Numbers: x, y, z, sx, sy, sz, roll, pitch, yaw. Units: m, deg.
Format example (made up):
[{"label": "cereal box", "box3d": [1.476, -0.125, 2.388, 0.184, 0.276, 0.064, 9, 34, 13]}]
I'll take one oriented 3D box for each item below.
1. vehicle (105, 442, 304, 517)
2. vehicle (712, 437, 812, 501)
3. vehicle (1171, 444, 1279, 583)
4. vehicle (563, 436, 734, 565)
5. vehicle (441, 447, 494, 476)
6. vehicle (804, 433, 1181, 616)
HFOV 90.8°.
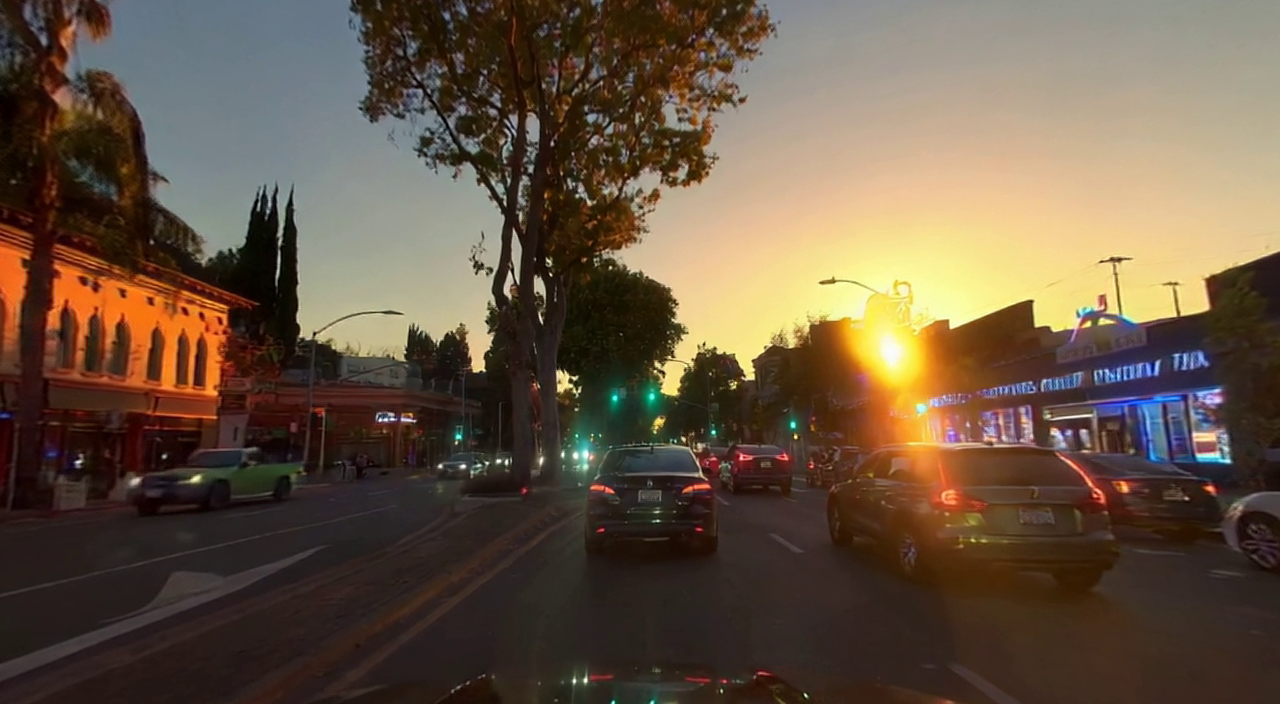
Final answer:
[{"label": "vehicle", "box3d": [-11.526, 3.359, 17.256, 2.042, 1.749, 4.629, -1, -9, 1]}, {"label": "vehicle", "box3d": [3.508, 3.454, 19.029, 2.025, 1.660, 4.334, 0, -9, -1]}, {"label": "vehicle", "box3d": [7.930, 1.645, 6.126, 1.825, 1.499, 4.239, 0, -9, 0]}, {"label": "vehicle", "box3d": [0.078, 2.026, 9.283, 2.006, 1.487, 3.535, 0, -9, -1]}, {"label": "vehicle", "box3d": [-11.350, 7.232, 41.878, 2.034, 1.765, 4.708, -1, -9, 2]}, {"label": "vehicle", "box3d": [3.445, 1.741, 7.351, 1.988, 1.480, 4.195, 0, -9, 1]}]
